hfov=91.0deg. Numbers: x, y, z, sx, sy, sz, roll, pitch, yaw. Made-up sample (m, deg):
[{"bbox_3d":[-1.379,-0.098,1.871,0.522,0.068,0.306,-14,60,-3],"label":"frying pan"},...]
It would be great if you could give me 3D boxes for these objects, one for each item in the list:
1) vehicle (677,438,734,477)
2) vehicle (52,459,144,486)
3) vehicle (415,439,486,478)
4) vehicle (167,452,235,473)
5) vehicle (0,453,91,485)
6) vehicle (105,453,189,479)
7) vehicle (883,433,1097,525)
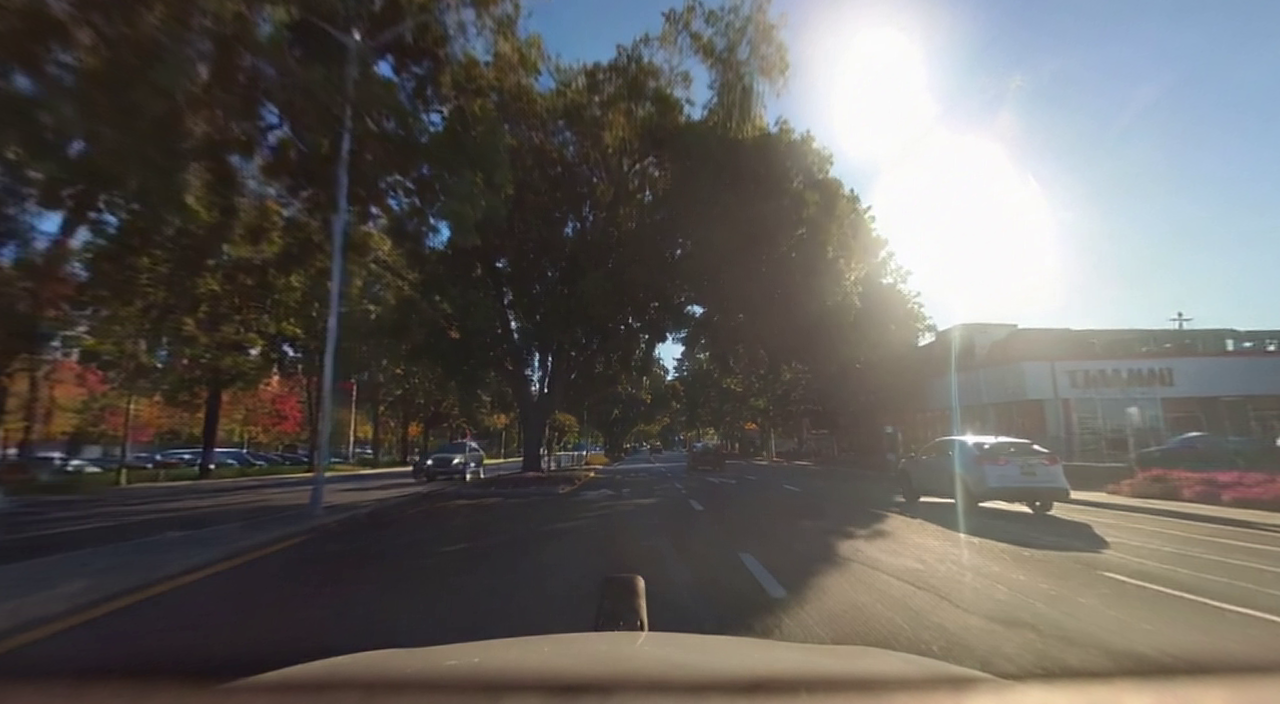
[{"bbox_3d":[2.957,4.878,29.334,2.161,1.676,4.151,1,-9,-1],"label":"vehicle"},{"bbox_3d":[-29.162,6.460,33.903,3.281,1.321,1.809,0,-8,2],"label":"vehicle"},{"bbox_3d":[-9.304,5.251,31.272,2.160,1.785,4.280,0,-9,0],"label":"vehicle"},{"bbox_3d":[-29.341,7.379,42.109,3.351,1.369,1.579,0,-9,3],"label":"vehicle"},{"bbox_3d":[-30.281,5.777,31.068,4.598,1.447,1.772,0,-8,0],"label":"vehicle"},{"bbox_3d":[-28.672,6.618,36.662,3.453,1.405,1.745,0,-8,2],"label":"vehicle"},{"bbox_3d":[6.783,2.476,12.839,1.886,1.528,4.169,1,-9,-1],"label":"vehicle"}]
